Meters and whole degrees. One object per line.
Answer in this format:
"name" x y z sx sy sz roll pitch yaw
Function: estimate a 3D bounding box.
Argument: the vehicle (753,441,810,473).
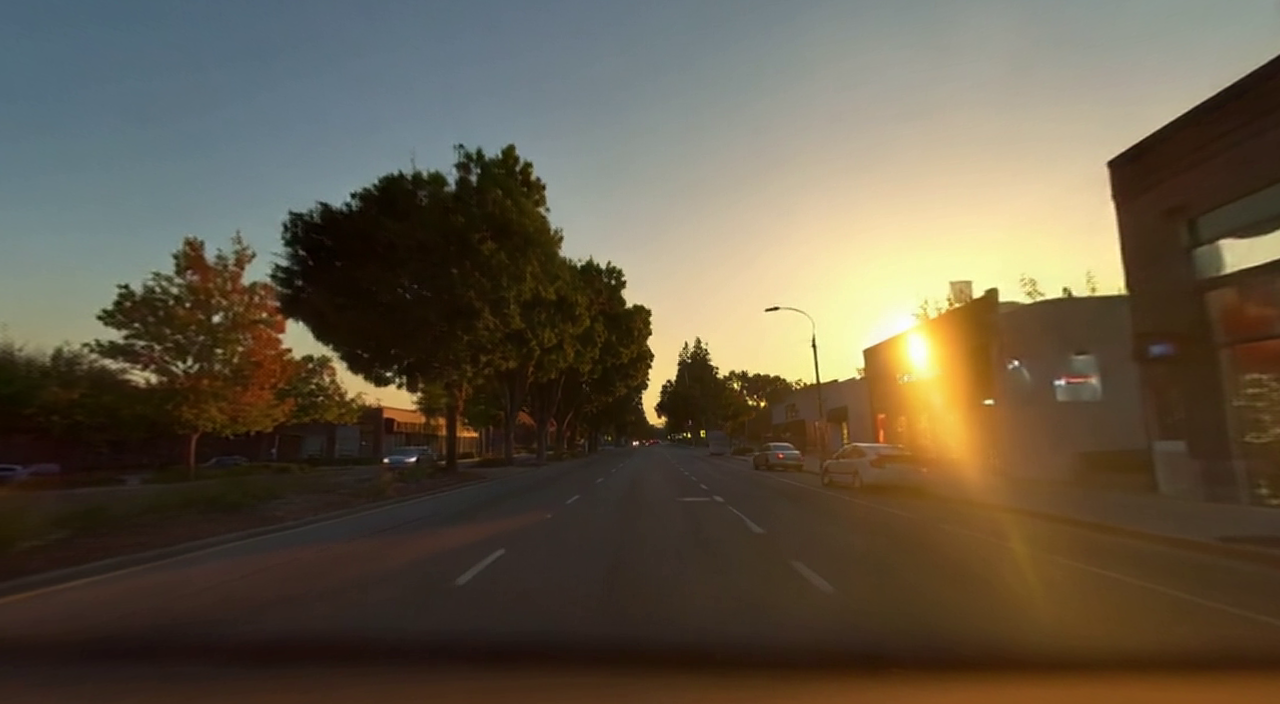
"vehicle" 7.099 5.282 32.096 1.923 1.498 4.676 0 -8 1

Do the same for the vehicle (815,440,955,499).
"vehicle" 6.963 3.372 18.661 2.119 1.458 4.965 1 -8 -1
